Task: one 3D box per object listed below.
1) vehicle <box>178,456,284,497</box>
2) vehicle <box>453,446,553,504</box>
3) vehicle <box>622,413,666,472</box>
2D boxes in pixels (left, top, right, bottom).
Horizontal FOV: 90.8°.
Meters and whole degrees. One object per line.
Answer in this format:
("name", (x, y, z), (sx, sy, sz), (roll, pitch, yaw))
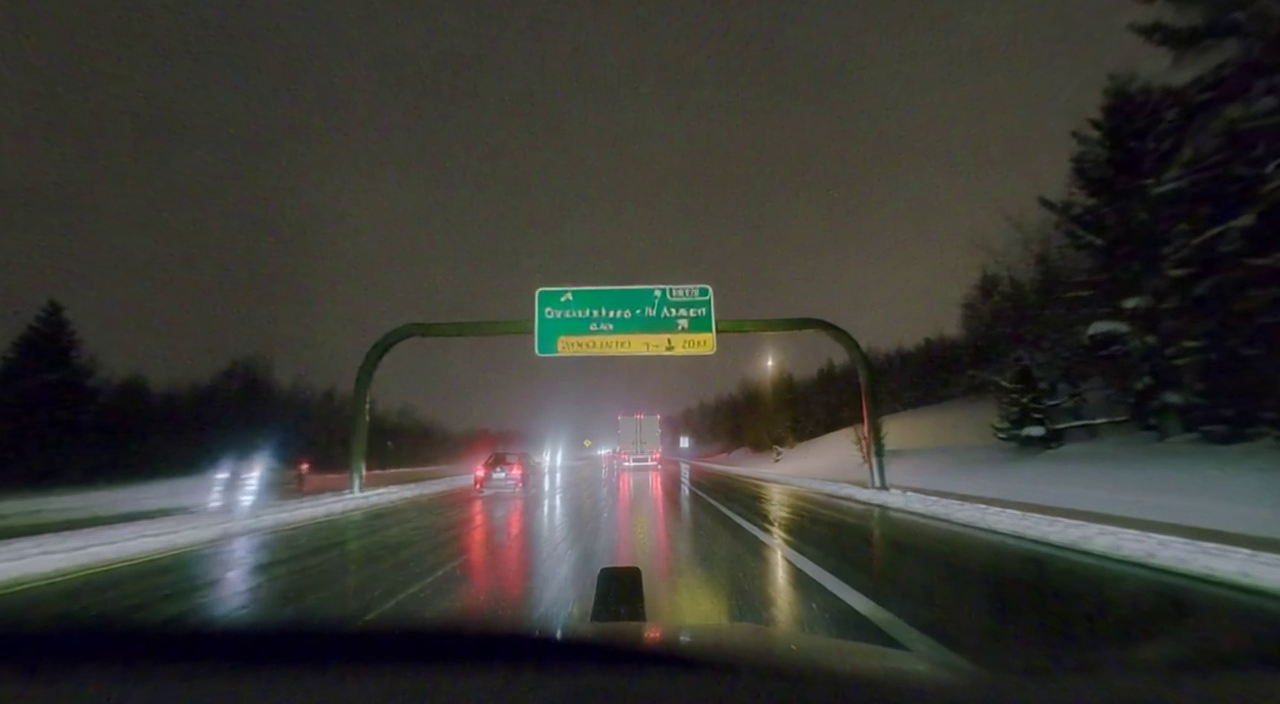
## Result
("vehicle", (-15.971, 4.852, 24.852), (1.781, 1.417, 3.527), (0, -9, 0))
("vehicle", (-4.017, 3.693, 19.377), (2.053, 1.523, 4.450), (-1, -9, 0))
("vehicle", (0.153, 6.601, 45.624), (2.864, 3.805, 9.500), (0, -9, -1))
